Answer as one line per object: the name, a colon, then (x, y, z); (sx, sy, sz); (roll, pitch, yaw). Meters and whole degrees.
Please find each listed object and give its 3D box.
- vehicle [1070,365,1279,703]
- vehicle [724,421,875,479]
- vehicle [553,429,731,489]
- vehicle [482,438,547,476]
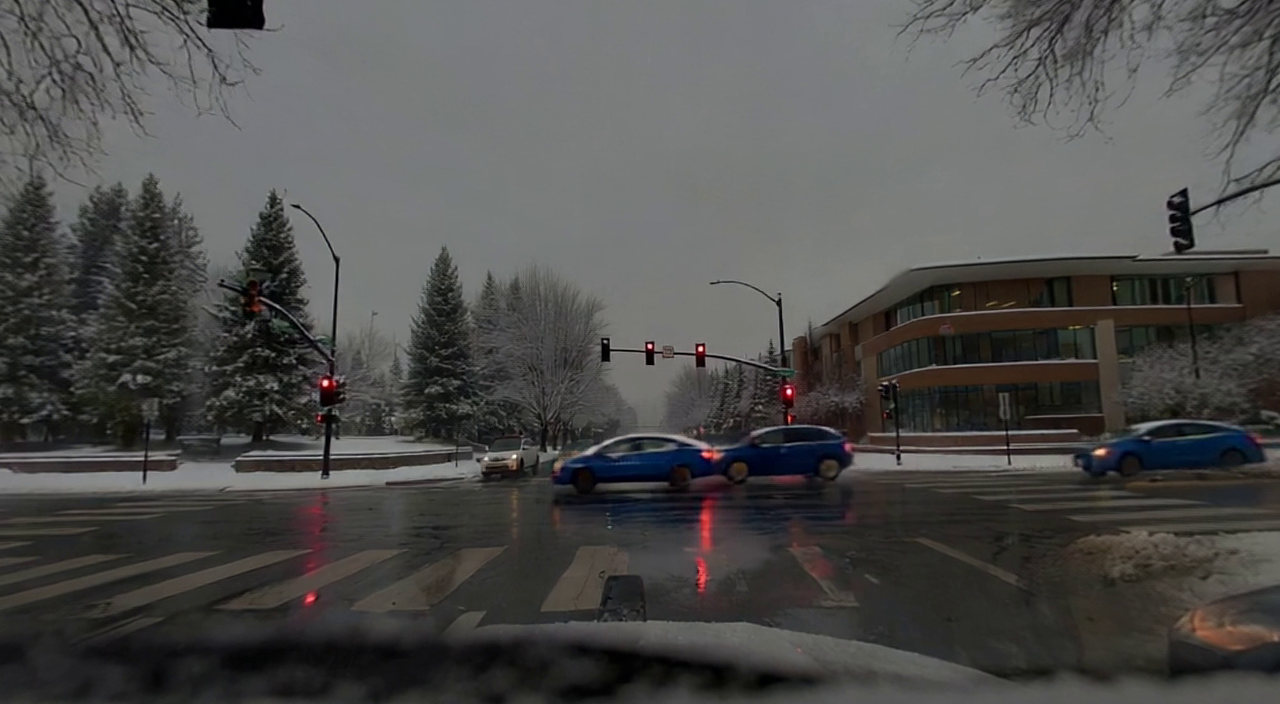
vehicle: (2.888, 0.675, 0.826); (1.947, 1.576, 3.825); (0, -8, 1)
vehicle: (5.054, 3.170, 20.439); (4.363, 1.757, 1.926); (0, -8, 1)
vehicle: (0.047, 2.842, 16.786); (4.464, 1.472, 1.867); (0, -8, 0)
vehicle: (-5.965, 5.036, 30.361); (2.115, 1.690, 4.322); (-1, -8, 2)
